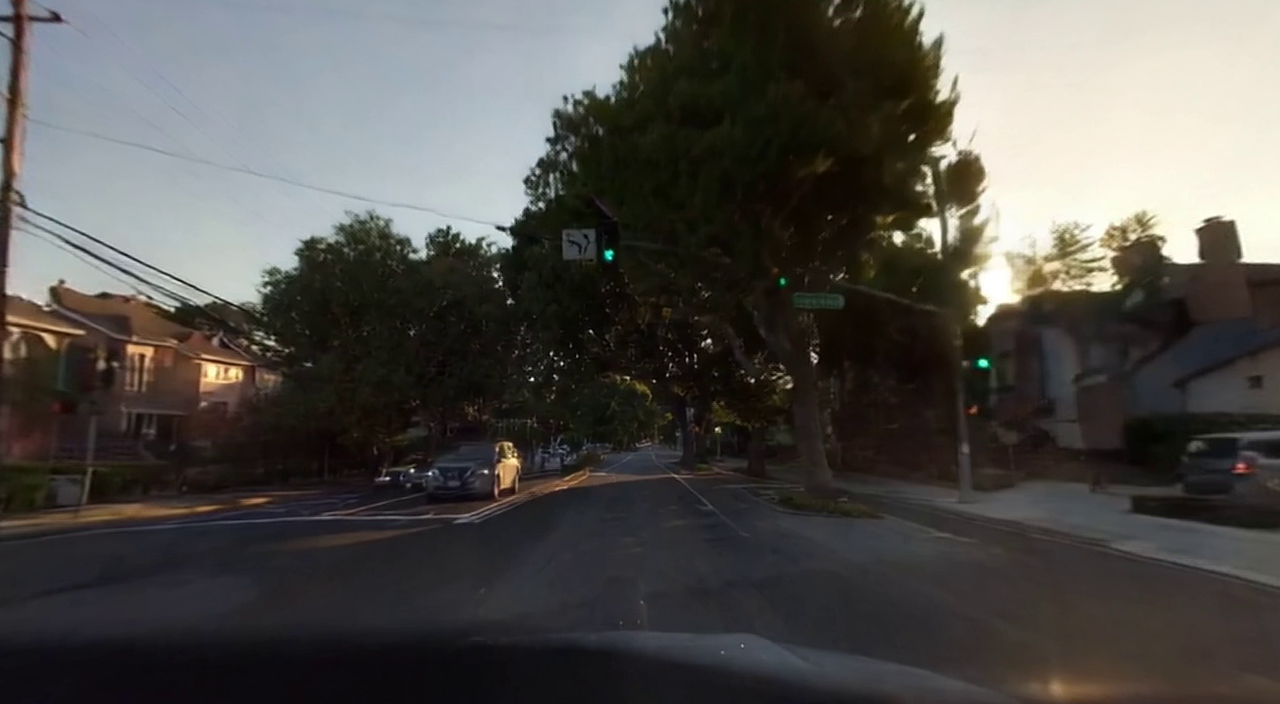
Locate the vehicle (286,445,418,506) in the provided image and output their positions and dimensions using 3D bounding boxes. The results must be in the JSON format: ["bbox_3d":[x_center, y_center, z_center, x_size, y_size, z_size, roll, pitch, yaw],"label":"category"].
[{"bbox_3d":[-8.401,3.602,18.925,1.925,1.615,4.085,0,-8,2],"label":"vehicle"}]

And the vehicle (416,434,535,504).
[{"bbox_3d":[-4.490,3.260,18.058,2.095,1.731,4.462,0,-8,1],"label":"vehicle"}]
